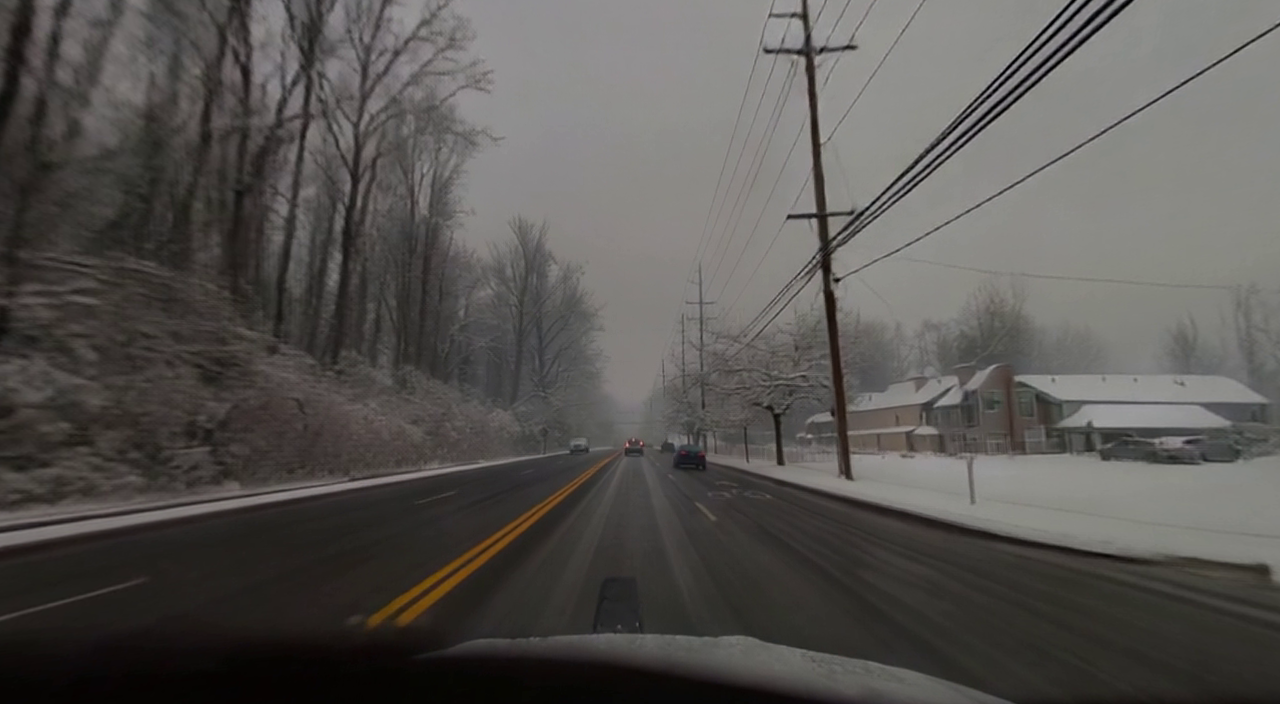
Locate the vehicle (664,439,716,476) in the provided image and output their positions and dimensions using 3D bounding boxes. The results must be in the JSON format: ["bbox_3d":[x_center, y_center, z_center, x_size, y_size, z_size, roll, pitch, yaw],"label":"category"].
[{"bbox_3d":[2.172,4.698,28.207,1.975,1.497,3.647,1,-9,-1],"label":"vehicle"}]
